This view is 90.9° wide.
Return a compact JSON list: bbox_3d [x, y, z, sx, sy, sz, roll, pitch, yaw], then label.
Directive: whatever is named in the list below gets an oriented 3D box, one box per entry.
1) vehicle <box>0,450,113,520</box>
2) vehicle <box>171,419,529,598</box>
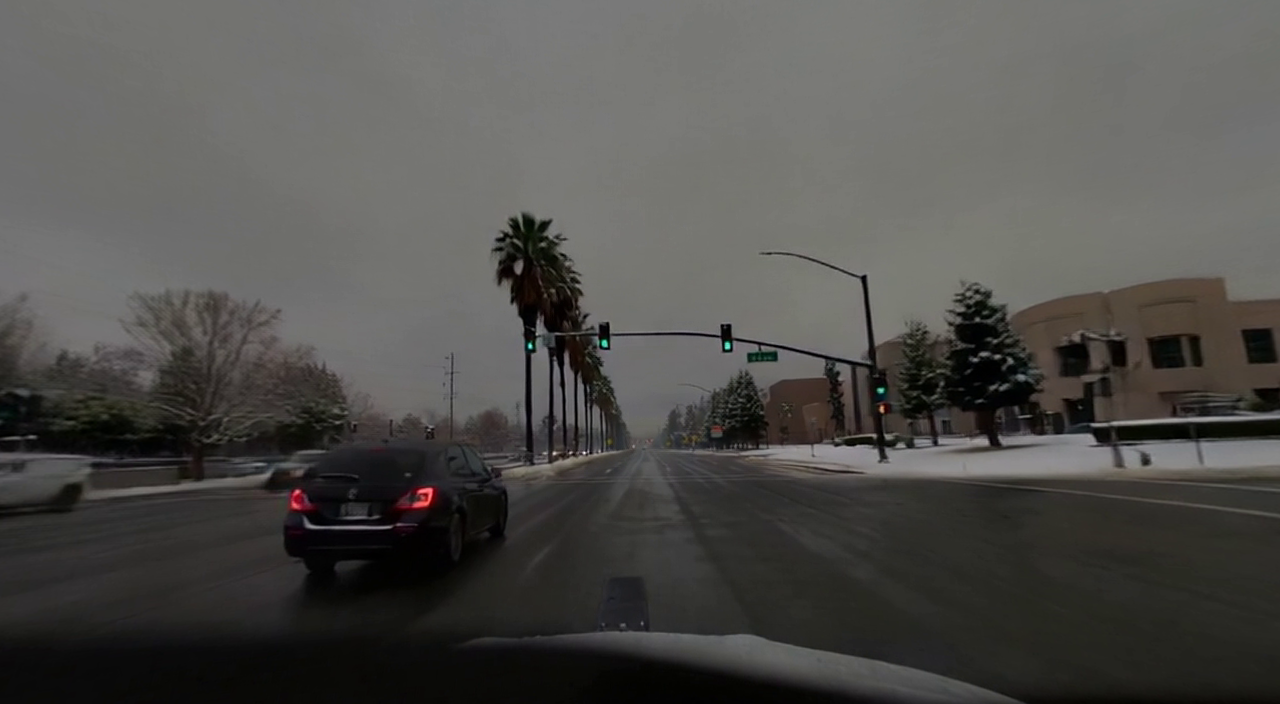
[{"bbox_3d":[-18.073,3.707,17.816,2.180,1.802,4.773,0,-8,0],"label":"vehicle"},{"bbox_3d":[-2.968,1.718,7.974,2.162,1.549,4.795,0,-8,1],"label":"vehicle"}]
